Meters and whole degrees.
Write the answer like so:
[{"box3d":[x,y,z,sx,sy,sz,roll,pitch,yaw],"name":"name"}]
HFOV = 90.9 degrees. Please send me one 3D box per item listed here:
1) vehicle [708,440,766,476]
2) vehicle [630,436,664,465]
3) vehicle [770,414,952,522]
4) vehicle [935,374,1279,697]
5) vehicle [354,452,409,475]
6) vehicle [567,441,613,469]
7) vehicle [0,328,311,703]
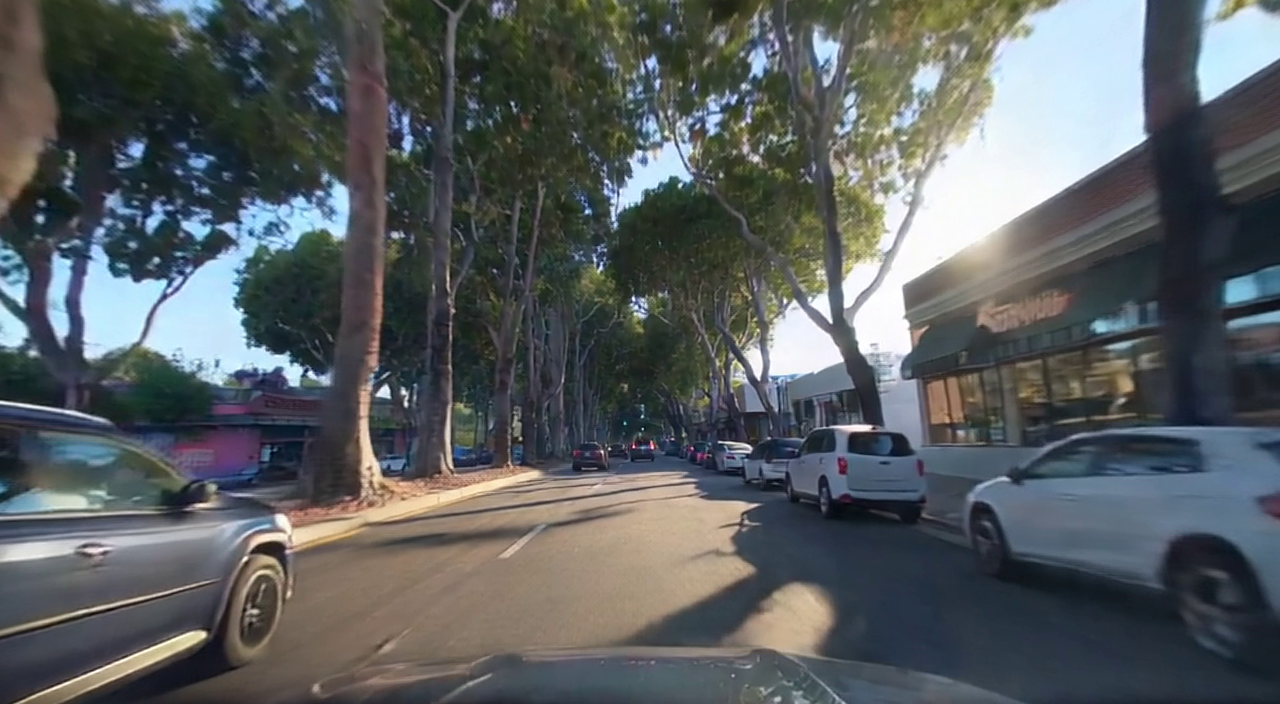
[{"box3d":[4.366,4.843,29.113,1.887,1.517,4.257,0,-8,-1],"name":"vehicle"},{"box3d":[0.453,6.430,41.229,2.075,1.770,4.018,0,-8,0],"name":"vehicle"},{"box3d":[4.263,2.340,13.208,2.068,1.809,4.889,0,-8,0],"name":"vehicle"},{"box3d":[4.379,1.236,5.081,1.900,1.702,4.358,0,-8,1],"name":"vehicle"},{"box3d":[-18.647,8.068,45.661,1.888,1.500,4.622,-1,-8,2],"name":"vehicle"},{"box3d":[-2.790,5.866,36.113,2.151,1.484,4.468,0,-8,2],"name":"vehicle"},{"box3d":[-3.397,0.722,1.870,2.186,1.708,4.746,0,-8,1],"name":"vehicle"}]
